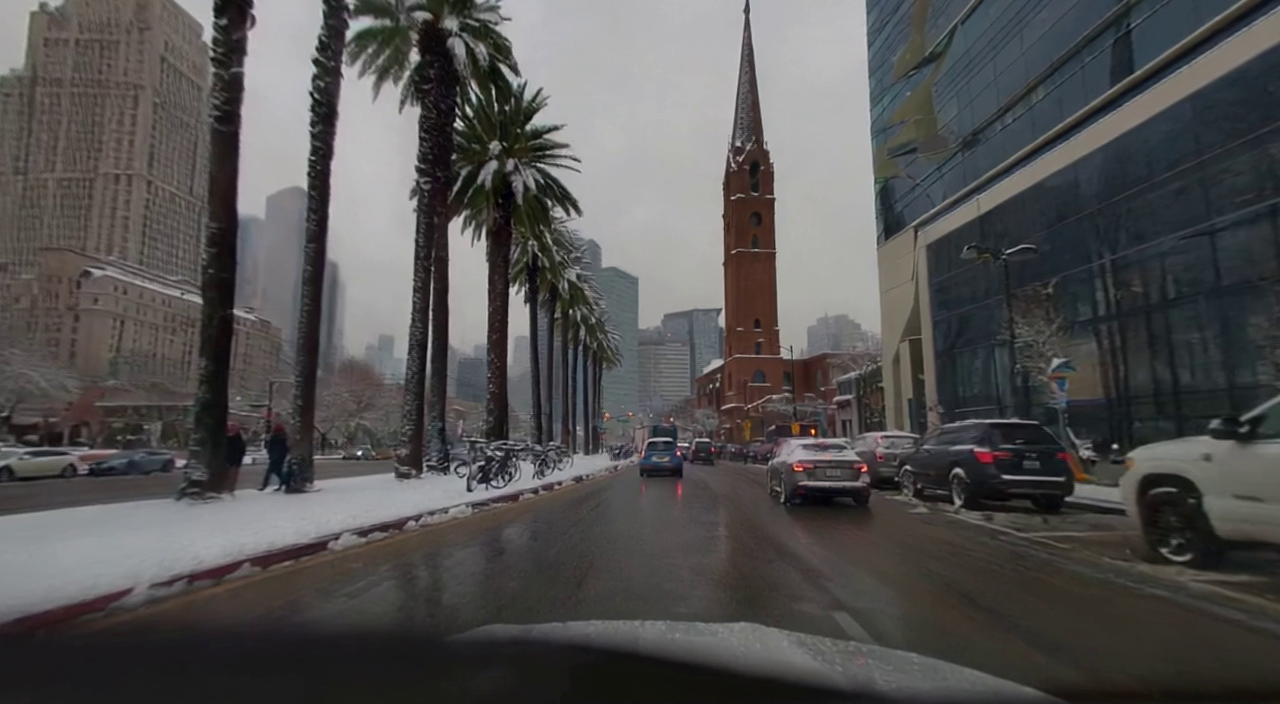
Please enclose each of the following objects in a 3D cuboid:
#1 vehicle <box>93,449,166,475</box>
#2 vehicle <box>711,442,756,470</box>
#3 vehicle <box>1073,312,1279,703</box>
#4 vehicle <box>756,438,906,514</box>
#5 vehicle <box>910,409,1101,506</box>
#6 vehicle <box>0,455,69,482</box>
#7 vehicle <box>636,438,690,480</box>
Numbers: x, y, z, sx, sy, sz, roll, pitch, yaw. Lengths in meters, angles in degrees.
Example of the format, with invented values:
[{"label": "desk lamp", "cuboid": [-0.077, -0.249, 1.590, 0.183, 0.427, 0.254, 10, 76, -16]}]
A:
[{"label": "vehicle", "cuboid": [-39.608, 8.520, 49.192, 2.034, 1.862, 5.122, 1, -9, -9]}, {"label": "vehicle", "cuboid": [5.605, 6.296, 38.535, 1.981, 1.572, 4.718, 0, -9, -1]}, {"label": "vehicle", "cuboid": [3.676, 0.537, 0.852, 2.453, 1.851, 5.323, 0, -9, 1]}, {"label": "vehicle", "cuboid": [4.281, 2.849, 15.086, 2.116, 1.500, 4.702, 0, -9, 0]}, {"label": "vehicle", "cuboid": [9.289, 2.748, 16.772, 2.093, 2.154, 5.193, 0, -9, 2]}, {"label": "vehicle", "cuboid": [-37.987, 7.176, 39.127, 1.817, 1.554, 4.032, 1, -9, -9]}, {"label": "vehicle", "cuboid": [0.952, 4.484, 26.639, 2.111, 1.605, 3.832, 0, -9, 2]}]
